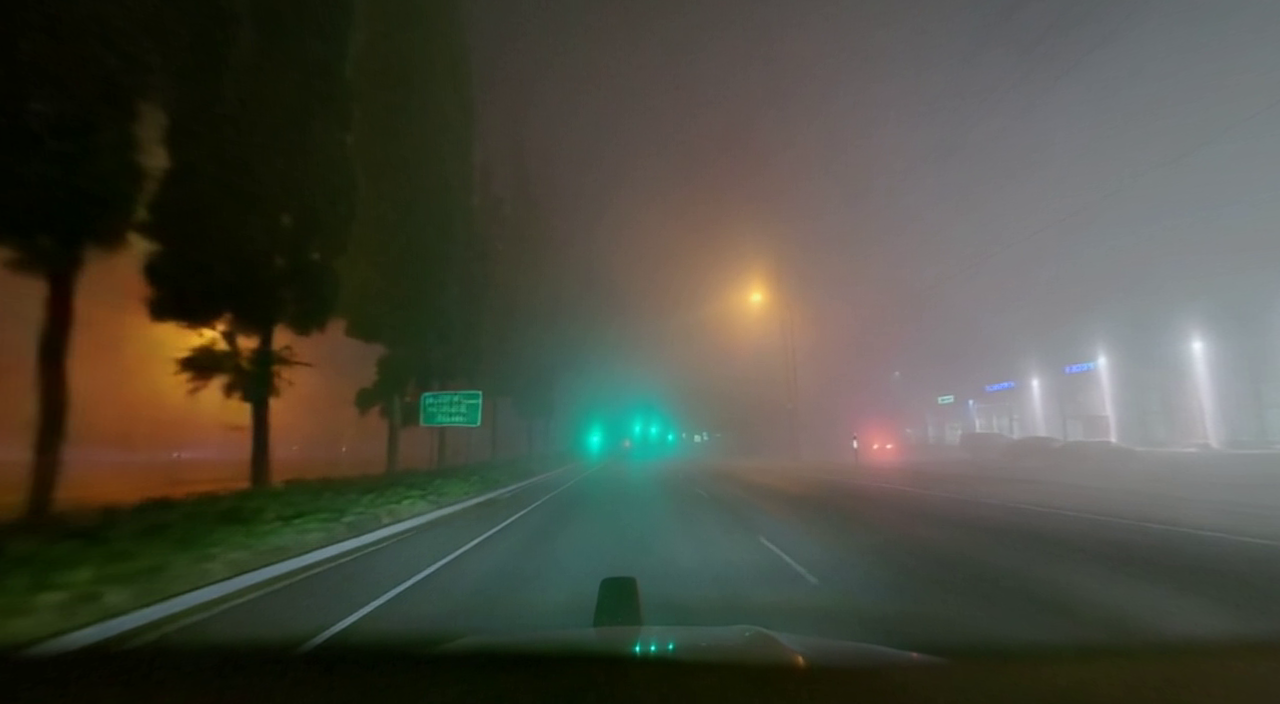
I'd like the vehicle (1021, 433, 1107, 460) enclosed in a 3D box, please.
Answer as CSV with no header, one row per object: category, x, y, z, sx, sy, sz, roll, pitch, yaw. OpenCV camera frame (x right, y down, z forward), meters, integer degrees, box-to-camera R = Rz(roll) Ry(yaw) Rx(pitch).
vehicle,30.434,6.767,45.425,4.633,1.754,2.017,-2,-8,1

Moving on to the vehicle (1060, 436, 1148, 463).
vehicle,31.320,6.567,42.743,4.279,1.743,2.003,0,-8,5
